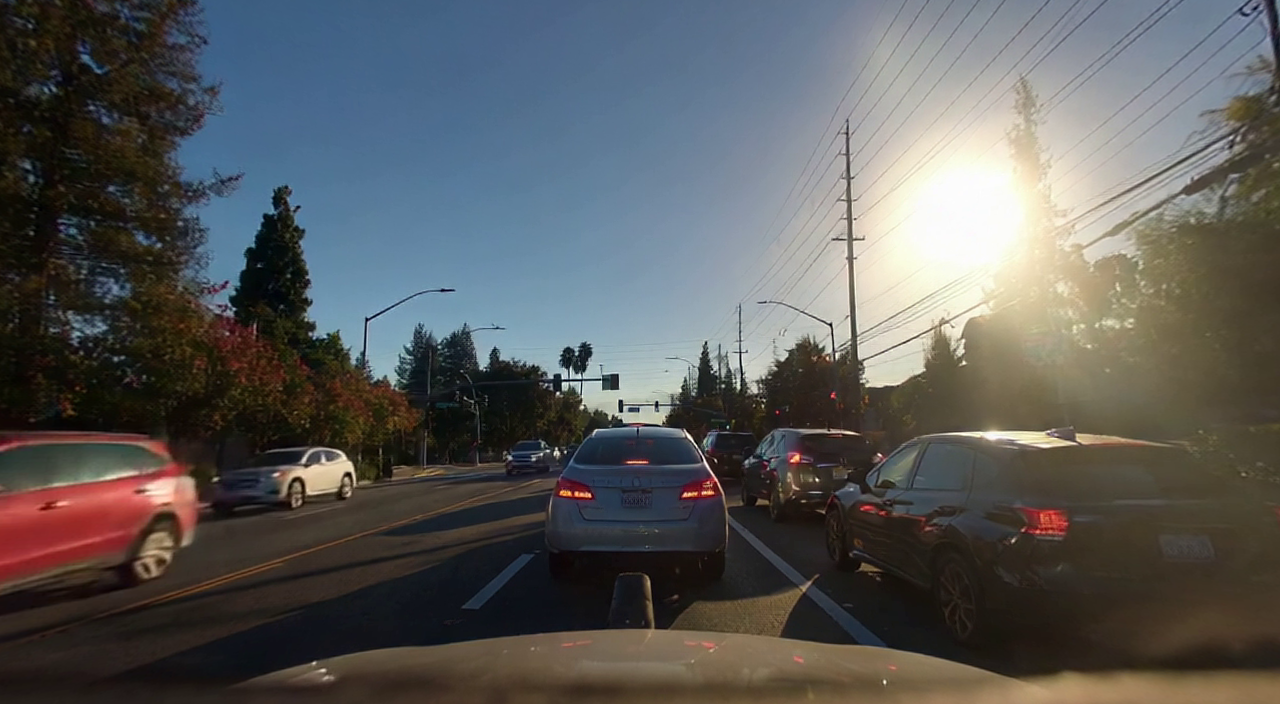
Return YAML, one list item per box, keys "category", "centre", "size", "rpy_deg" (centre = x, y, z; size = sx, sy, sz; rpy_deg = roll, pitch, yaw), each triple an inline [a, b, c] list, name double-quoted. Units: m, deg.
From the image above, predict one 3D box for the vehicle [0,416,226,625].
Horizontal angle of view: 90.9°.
- category: "vehicle"
  centre: [-6.397, 1.470, 5.695]
  size: [2.225, 1.713, 4.514]
  rpy_deg: [0, -8, 0]

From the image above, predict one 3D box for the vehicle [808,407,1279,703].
- category: "vehicle"
  centre: [2.893, 1.313, 4.990]
  size: [1.950, 1.487, 4.275]
  rpy_deg: [0, -8, 0]

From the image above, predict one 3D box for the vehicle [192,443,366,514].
- category: "vehicle"
  centre: [-9.982, 3.478, 17.995]
  size: [2.003, 1.705, 4.747]
  rpy_deg: [-1, -9, 2]

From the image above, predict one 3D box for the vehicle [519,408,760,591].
- category: "vehicle"
  centre: [0.009, 1.661, 7.910]
  size: [2.200, 1.653, 4.127]
  rpy_deg: [0, -8, 1]
